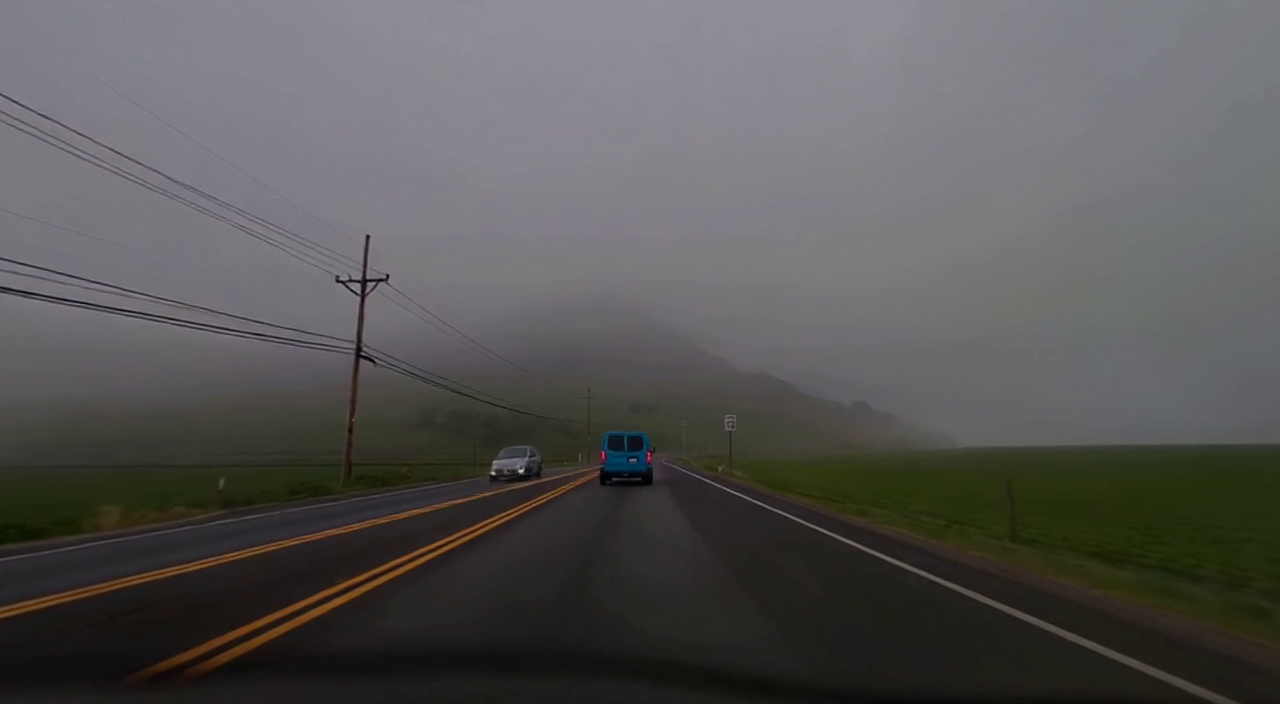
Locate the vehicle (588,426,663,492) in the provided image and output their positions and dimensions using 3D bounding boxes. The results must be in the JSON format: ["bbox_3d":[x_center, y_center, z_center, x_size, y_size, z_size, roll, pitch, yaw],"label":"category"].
[{"bbox_3d":[-0.442,3.834,22.948,2.454,2.144,4.535,0,-8,1],"label":"vehicle"}]

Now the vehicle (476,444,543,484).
[{"bbox_3d":[-6.453,5.554,31.630,2.120,1.804,4.392,-1,-8,5],"label":"vehicle"}]
